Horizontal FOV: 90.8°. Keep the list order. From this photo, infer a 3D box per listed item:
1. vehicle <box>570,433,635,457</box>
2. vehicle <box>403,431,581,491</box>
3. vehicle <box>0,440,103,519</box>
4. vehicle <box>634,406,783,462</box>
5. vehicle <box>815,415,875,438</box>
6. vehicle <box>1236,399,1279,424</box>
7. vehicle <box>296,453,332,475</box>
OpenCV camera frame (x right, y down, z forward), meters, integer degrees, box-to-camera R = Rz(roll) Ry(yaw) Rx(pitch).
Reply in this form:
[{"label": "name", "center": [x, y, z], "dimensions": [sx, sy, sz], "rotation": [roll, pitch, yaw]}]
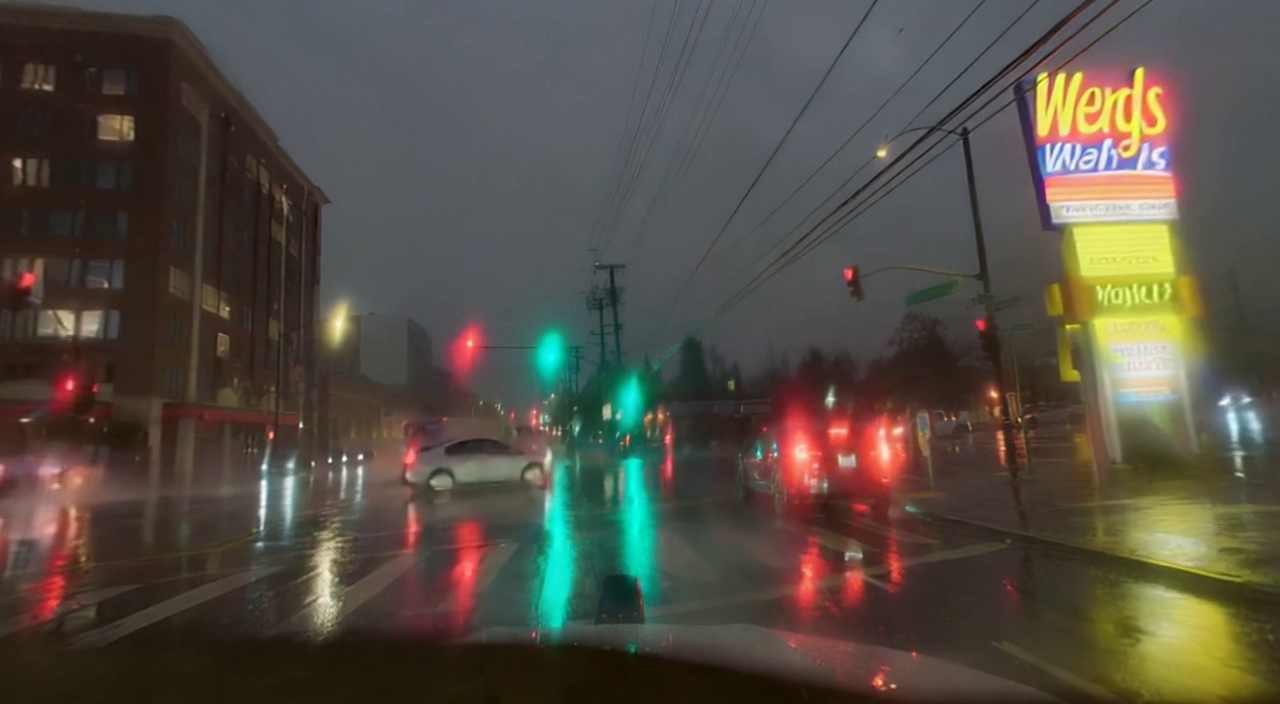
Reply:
[{"label": "vehicle", "center": [-2.795, 6.830, 46.361], "dimensions": [4.591, 1.686, 1.816], "rotation": [1, -9, -11]}, {"label": "vehicle", "center": [-4.049, 2.959, 17.501], "dimensions": [4.433, 1.453, 1.804], "rotation": [4, -10, -29]}, {"label": "vehicle", "center": [-15.662, 2.963, 14.776], "dimensions": [4.292, 1.761, 2.105], "rotation": [5, -10, -30]}, {"label": "vehicle", "center": [2.762, 3.306, 25.154], "dimensions": [5.588, 1.985, 2.374], "rotation": [5, -10, -32]}, {"label": "vehicle", "center": [16.050, 5.830, 49.447], "dimensions": [4.589, 1.730, 1.801], "rotation": [3, -10, -31]}, {"label": "vehicle", "center": [40.893, 3.891, 40.907], "dimensions": [4.499, 1.524, 1.784], "rotation": [3, -9, -27]}, {"label": "vehicle", "center": [-23.398, 7.985, 45.232], "dimensions": [1.942, 1.413, 4.229], "rotation": [5, -9, -30]}]
